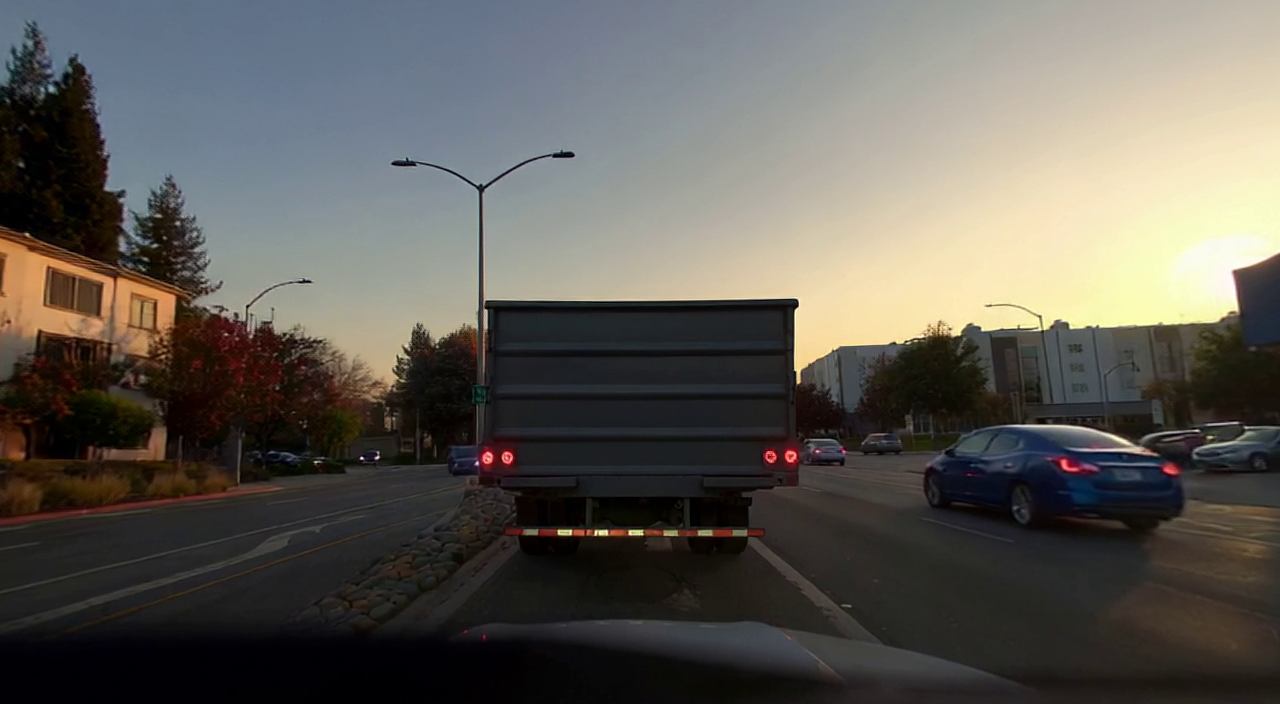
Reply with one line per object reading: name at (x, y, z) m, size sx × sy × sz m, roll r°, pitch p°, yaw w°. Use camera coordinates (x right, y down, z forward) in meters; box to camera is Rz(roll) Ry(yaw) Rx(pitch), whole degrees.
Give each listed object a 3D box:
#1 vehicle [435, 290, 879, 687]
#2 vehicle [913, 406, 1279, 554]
vehicle at (0.238, 1.307, 7.399) m, size 2.650 × 2.391 × 7.008 m, roll -1°, pitch -8°, yaw 3°
vehicle at (6.802, 1.964, 10.453) m, size 2.363 × 1.825 × 4.989 m, roll -1°, pitch -8°, yaw 1°
